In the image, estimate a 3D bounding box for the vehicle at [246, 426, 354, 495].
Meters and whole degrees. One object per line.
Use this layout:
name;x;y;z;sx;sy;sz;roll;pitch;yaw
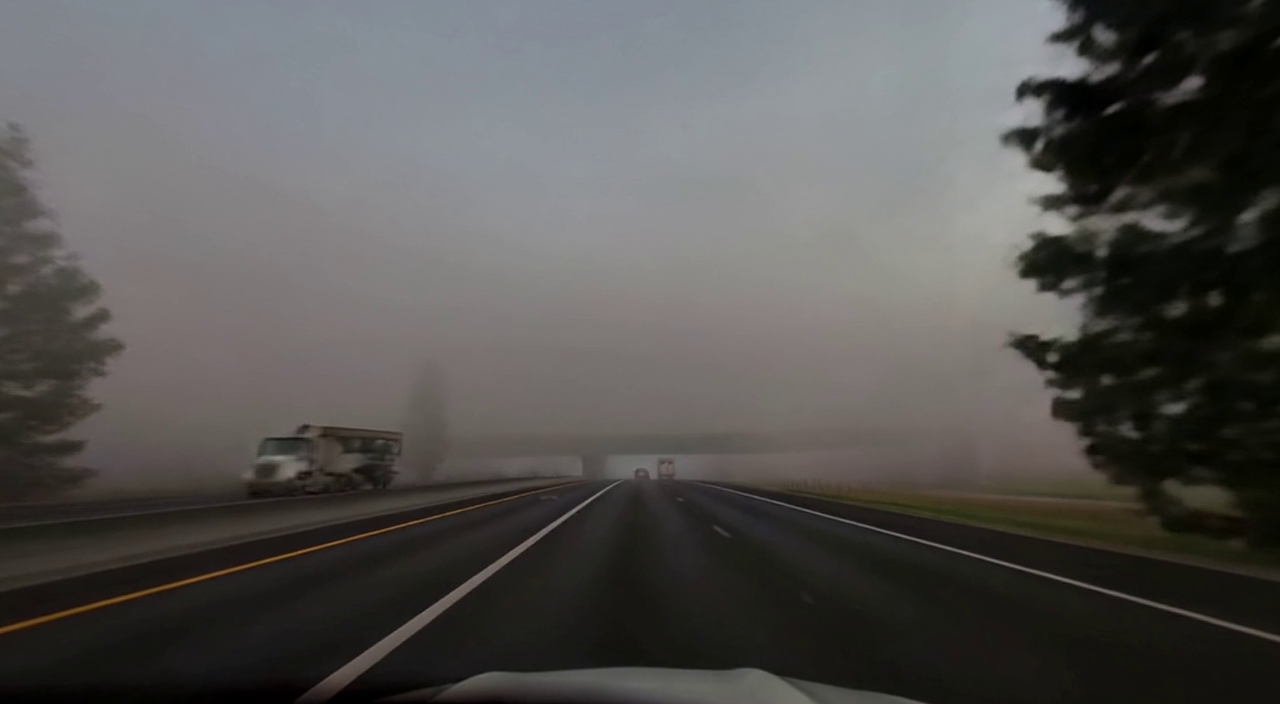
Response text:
vehicle;-19.539;6.354;36.662;2.844;3.623;5.761;1;-11;0
